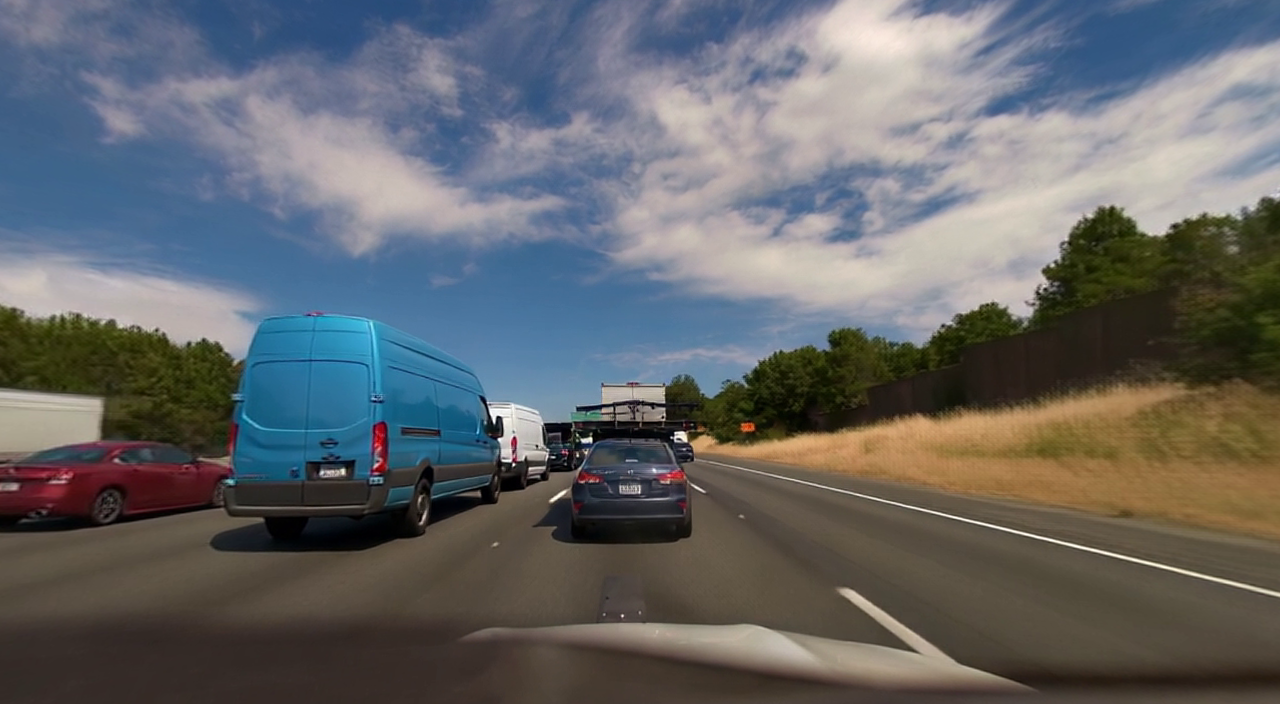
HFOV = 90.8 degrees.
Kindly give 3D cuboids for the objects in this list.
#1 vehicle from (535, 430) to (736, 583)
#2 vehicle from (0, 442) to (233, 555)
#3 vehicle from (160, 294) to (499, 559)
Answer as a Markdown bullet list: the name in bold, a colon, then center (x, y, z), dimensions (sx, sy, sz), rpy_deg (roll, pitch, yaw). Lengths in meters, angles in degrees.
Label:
- **vehicle**: center (-0.077, 1.809, 8.061), dimensions (1.995, 1.495, 3.380), rpy_deg (0, -9, -1)
- **vehicle**: center (-8.880, 2.246, 10.328), dimensions (1.797, 1.466, 3.924), rpy_deg (0, -9, 0)
- **vehicle**: center (-4.077, 1.277, 10.215), dimensions (2.254, 2.879, 6.656), rpy_deg (0, -9, -2)
